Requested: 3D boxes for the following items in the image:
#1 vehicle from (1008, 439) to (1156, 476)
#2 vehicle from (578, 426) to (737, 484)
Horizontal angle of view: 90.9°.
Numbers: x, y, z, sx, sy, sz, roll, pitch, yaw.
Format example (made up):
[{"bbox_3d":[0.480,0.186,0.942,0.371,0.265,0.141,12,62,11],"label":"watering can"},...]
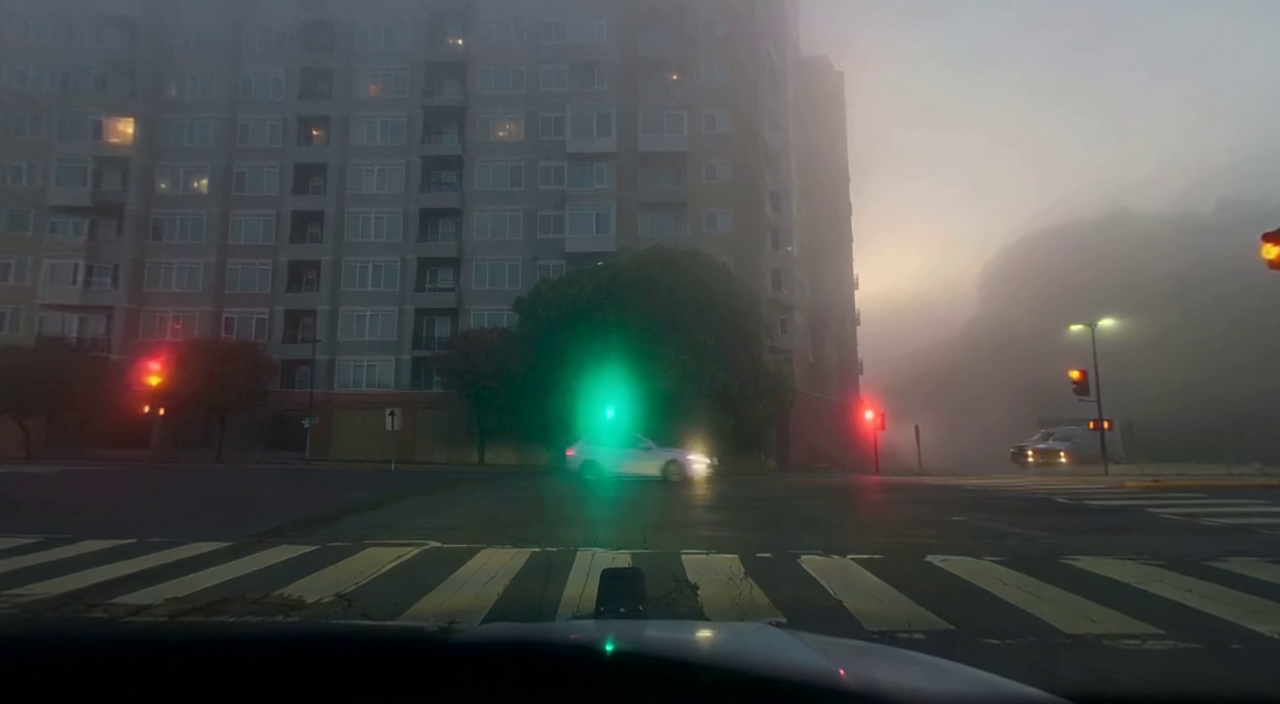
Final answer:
[{"bbox_3d":[18.592,4.455,26.700,4.823,1.458,1.914,0,-9,-1],"label":"vehicle"},{"bbox_3d":[0.554,3.396,20.930,4.980,1.792,2.042,0,-9,1],"label":"vehicle"}]
